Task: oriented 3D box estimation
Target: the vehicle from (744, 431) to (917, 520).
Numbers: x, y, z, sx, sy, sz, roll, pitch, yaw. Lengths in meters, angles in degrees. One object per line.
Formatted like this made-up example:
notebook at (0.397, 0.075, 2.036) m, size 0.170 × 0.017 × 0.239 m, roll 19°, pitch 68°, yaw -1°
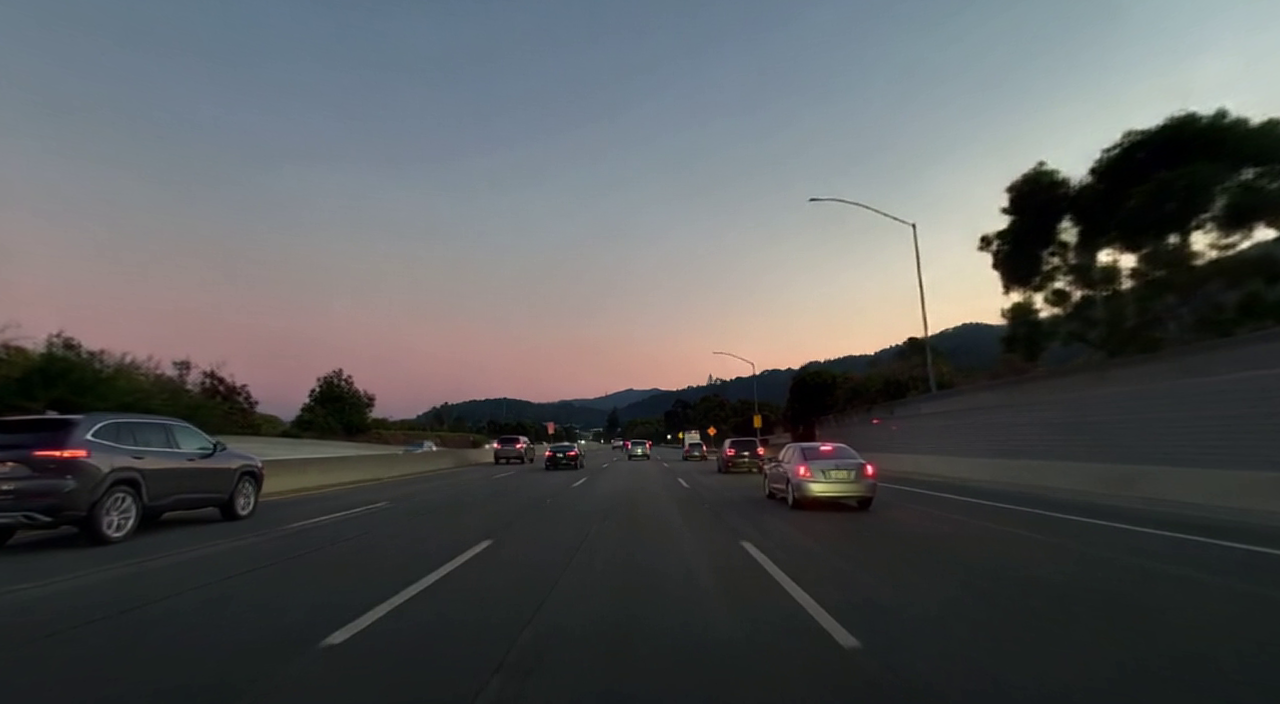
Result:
vehicle at (3.647, 2.468, 13.103) m, size 2.141 × 1.507 × 4.510 m, roll 0°, pitch -9°, yaw 0°

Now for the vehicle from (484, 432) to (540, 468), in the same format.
vehicle at (-7.010, 5.429, 34.937) m, size 2.111 × 1.811 × 4.391 m, roll 0°, pitch -9°, yaw 1°

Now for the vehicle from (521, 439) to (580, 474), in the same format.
vehicle at (-4.009, 4.747, 28.852) m, size 2.071 × 1.478 × 4.130 m, roll 0°, pitch -9°, yaw 1°

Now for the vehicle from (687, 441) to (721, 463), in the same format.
vehicle at (4.477, 7.074, 44.666) m, size 1.944 × 1.465 × 4.245 m, roll 0°, pitch -9°, yaw 0°

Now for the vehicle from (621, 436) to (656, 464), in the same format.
vehicle at (-0.098, 6.436, 41.469) m, size 2.158 × 1.706 × 4.219 m, roll 0°, pitch -9°, yaw 0°

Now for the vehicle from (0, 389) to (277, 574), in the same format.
vehicle at (-7.436, 1.652, 8.691) m, size 2.142 × 1.849 × 4.566 m, roll 0°, pitch -9°, yaw -1°
